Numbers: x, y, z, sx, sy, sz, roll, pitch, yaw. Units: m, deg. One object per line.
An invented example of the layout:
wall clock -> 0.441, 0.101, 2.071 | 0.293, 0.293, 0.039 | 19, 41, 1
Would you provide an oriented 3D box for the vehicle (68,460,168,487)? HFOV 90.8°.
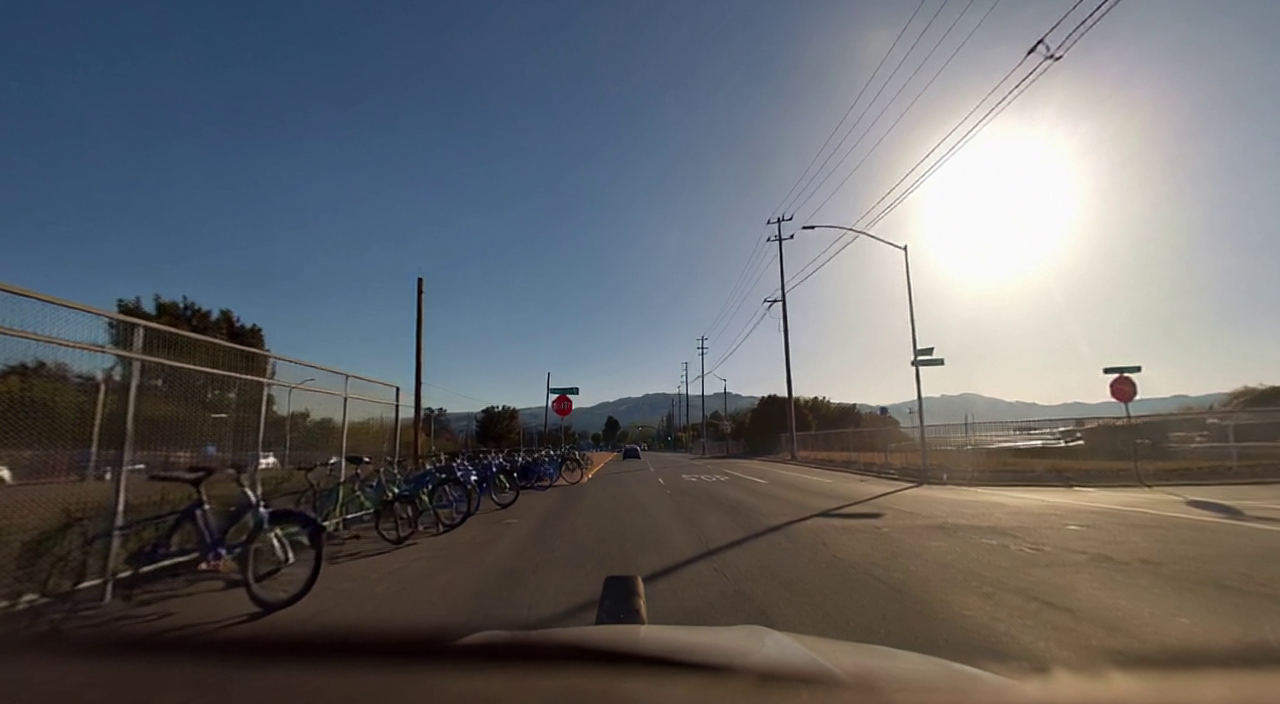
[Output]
vehicle -> -33.556, 7.783, 40.685 | 4.569, 1.558, 1.903 | 0, -9, -5
